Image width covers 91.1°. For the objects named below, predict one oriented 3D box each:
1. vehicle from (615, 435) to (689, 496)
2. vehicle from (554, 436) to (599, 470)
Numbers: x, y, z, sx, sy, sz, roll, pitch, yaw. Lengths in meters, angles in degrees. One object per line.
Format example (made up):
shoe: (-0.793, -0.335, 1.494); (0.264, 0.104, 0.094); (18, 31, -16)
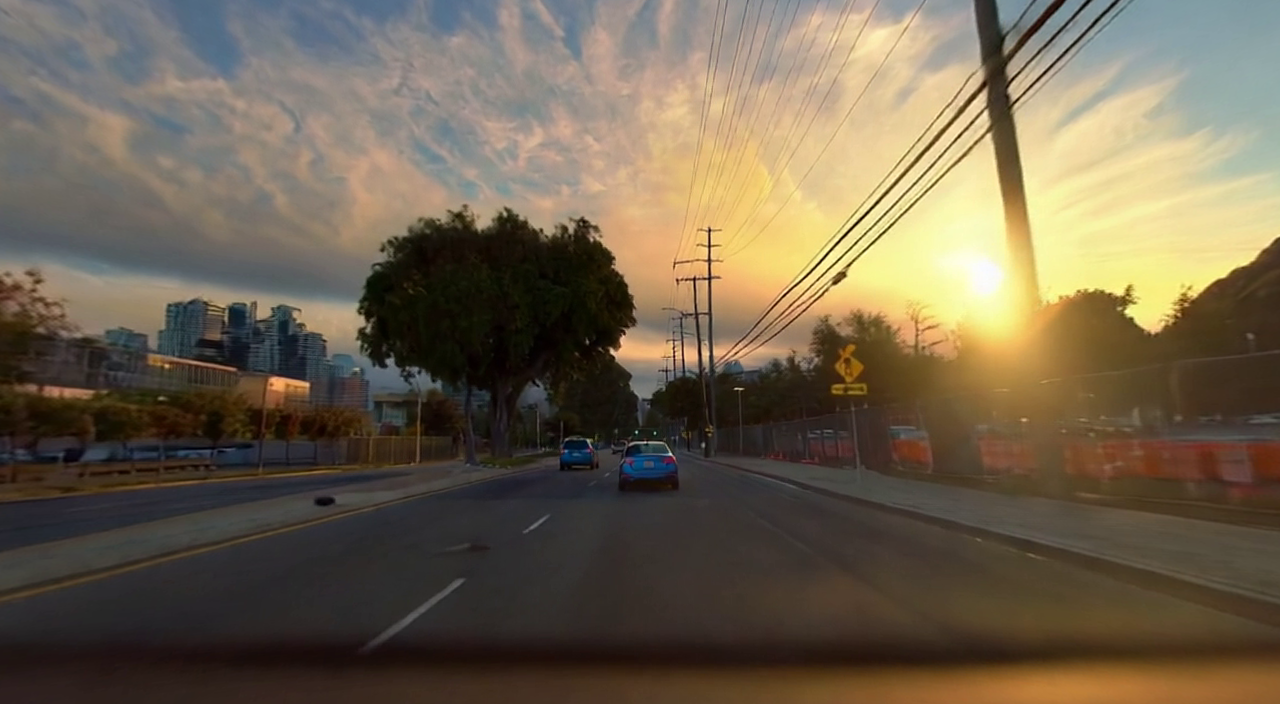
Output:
vehicle: (0.324, 3.480, 19.620); (2.059, 1.691, 3.980); (0, -8, 0)
vehicle: (-3.588, 5.815, 36.407); (2.078, 1.804, 4.387); (0, -8, 1)
